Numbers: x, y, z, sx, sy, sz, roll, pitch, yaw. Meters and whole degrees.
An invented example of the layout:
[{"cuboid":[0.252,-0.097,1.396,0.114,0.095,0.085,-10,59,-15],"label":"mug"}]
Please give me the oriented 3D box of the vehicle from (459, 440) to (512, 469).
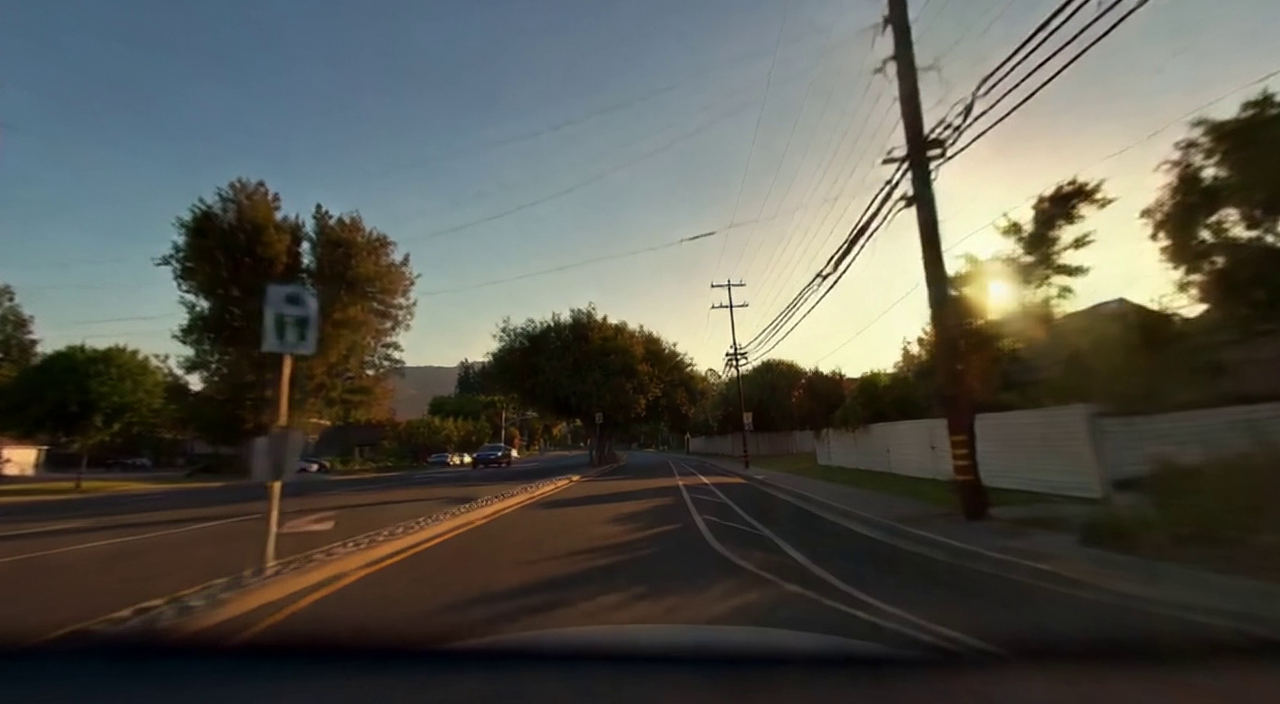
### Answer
[{"cuboid":[-10.852,7.243,44.693,2.336,1.905,4.908,0,-8,1],"label":"vehicle"}]
